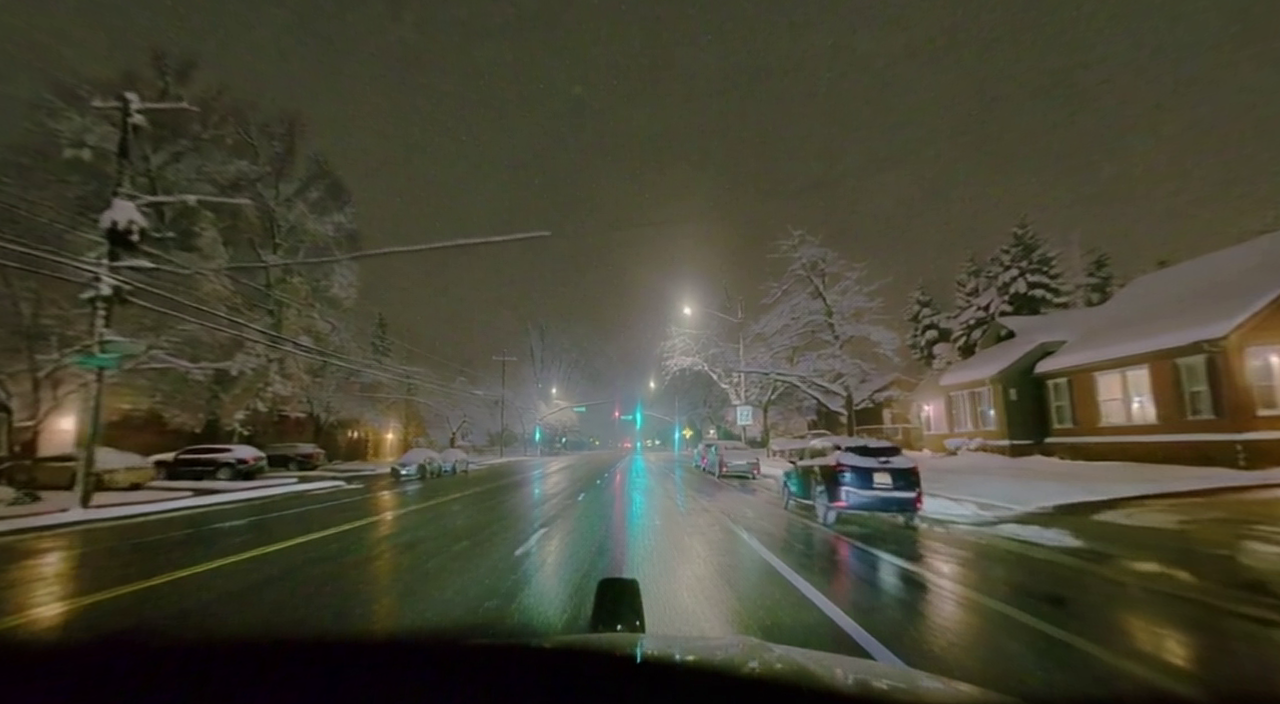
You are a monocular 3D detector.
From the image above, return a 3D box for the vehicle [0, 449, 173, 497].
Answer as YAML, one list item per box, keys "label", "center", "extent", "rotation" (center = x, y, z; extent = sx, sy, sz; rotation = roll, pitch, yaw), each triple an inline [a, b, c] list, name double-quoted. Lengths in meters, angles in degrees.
- label: "vehicle"
  center: [-19.230, 4.150, 21.900]
  extent: [4.446, 1.534, 2.018]
  rotation: [-1, -9, 2]

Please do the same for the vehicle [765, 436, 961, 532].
- label: "vehicle"
  center: [4.090, 2.485, 12.593]
  extent: [1.997, 1.510, 4.555]
  rotation: [0, -8, -4]

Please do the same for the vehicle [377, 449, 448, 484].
- label: "vehicle"
  center: [-10.971, 5.515, 30.770]
  extent: [1.895, 1.551, 4.229]
  rotation: [-1, -8, 0]

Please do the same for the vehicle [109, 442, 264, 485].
- label: "vehicle"
  center: [-20.059, 4.924, 28.144]
  extent: [5.216, 1.780, 2.045]
  rotation: [0, -9, -1]

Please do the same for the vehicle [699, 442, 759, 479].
- label: "vehicle"
  center: [3.947, 4.903, 28.884]
  extent: [2.002, 1.493, 4.652]
  rotation: [0, -8, -1]

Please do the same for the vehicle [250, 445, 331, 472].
- label: "vehicle"
  center: [-23.798, 7.239, 43.159]
  extent: [4.304, 1.755, 2.047]
  rotation: [0, -8, -1]
